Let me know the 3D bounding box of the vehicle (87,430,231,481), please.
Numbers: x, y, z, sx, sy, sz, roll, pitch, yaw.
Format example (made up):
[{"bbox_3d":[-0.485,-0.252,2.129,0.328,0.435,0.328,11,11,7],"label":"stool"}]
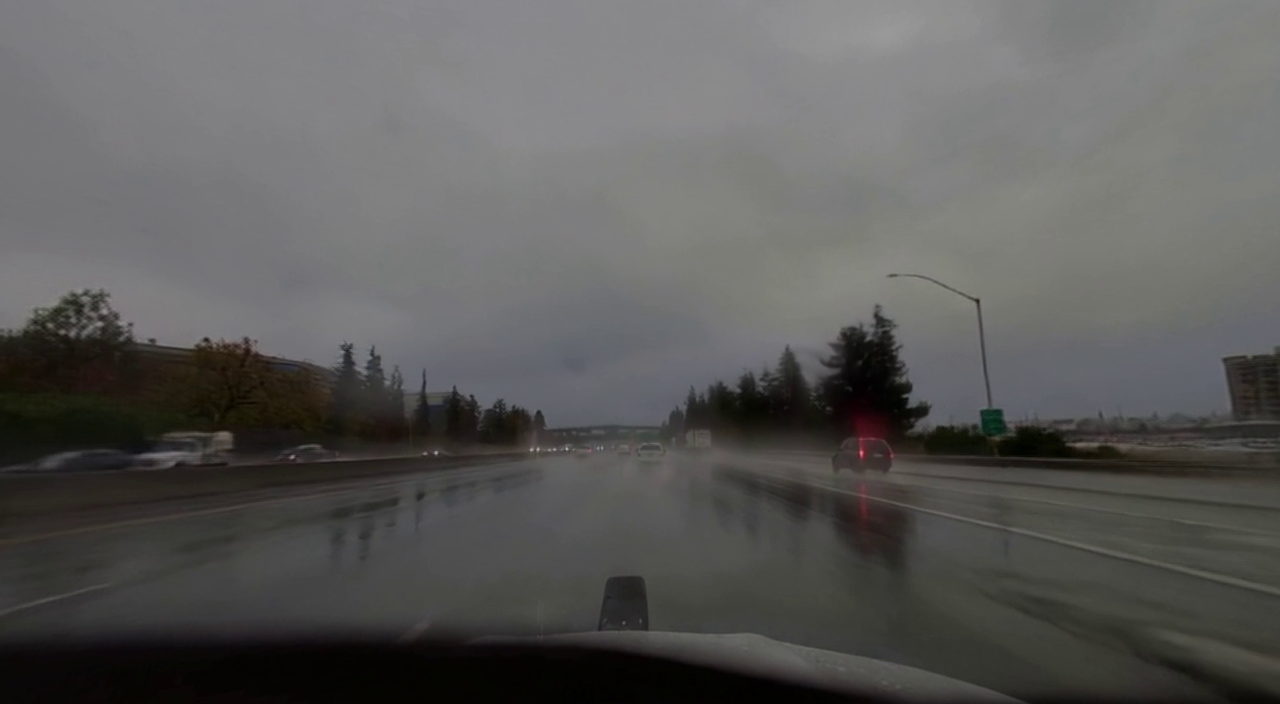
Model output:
[{"bbox_3d":[-24.945,5.402,33.219,2.187,2.399,6.679,-1,-8,1],"label":"vehicle"}]

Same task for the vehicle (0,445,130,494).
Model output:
[{"bbox_3d":[-21.233,4.133,22.577,1.930,1.545,4.734,-1,-8,1],"label":"vehicle"}]

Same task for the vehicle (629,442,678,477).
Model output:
[{"bbox_3d":[0.583,4.920,29.207,2.112,1.482,4.082,0,-8,0],"label":"vehicle"}]

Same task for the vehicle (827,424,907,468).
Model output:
[{"bbox_3d":[13.542,5.696,38.135,2.336,2.415,6.056,0,-8,-3],"label":"vehicle"}]
